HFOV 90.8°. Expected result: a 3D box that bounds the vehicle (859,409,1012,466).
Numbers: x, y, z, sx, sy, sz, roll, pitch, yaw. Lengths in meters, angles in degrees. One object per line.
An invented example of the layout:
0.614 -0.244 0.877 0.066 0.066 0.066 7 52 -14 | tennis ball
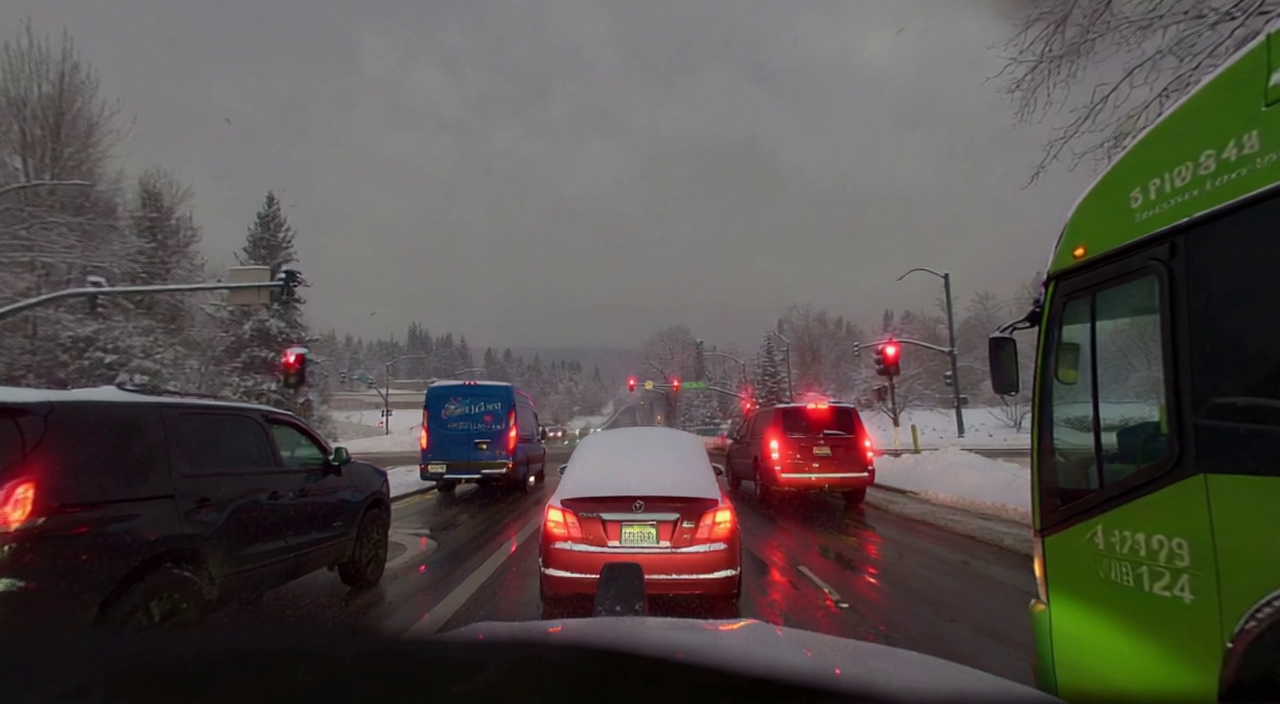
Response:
17.586 5.141 37.922 7.839 3.213 2.628 0 -8 -3 | vehicle

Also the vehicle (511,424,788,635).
0.057 1.545 6.412 1.976 1.485 3.624 0 -8 0 | vehicle

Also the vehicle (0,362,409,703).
-3.408 1.180 4.627 1.921 1.701 3.989 0 -8 -1 | vehicle

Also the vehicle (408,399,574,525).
-2.942 2.352 13.961 2.335 2.221 5.165 0 -8 1 | vehicle

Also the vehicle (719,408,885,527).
3.142 2.401 13.675 2.143 2.036 5.367 0 -8 0 | vehicle

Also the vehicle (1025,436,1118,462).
25.900 5.825 37.991 4.229 1.489 1.794 0 -8 -1 | vehicle
